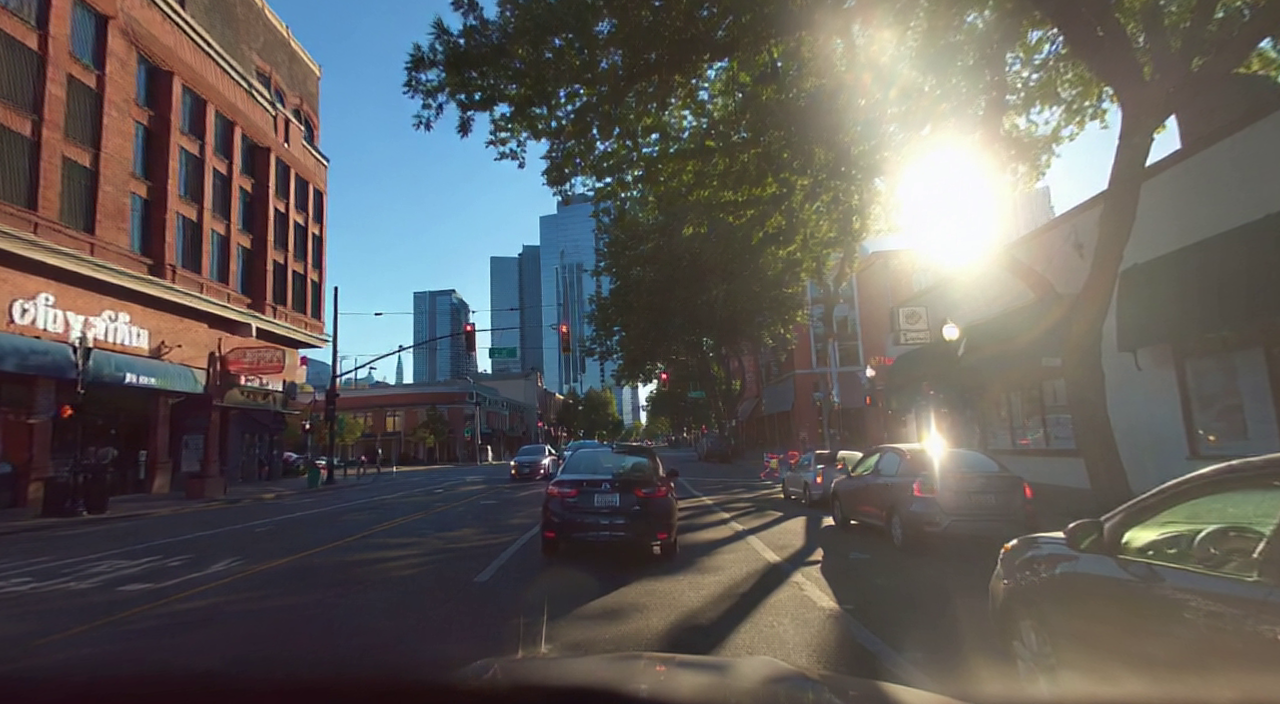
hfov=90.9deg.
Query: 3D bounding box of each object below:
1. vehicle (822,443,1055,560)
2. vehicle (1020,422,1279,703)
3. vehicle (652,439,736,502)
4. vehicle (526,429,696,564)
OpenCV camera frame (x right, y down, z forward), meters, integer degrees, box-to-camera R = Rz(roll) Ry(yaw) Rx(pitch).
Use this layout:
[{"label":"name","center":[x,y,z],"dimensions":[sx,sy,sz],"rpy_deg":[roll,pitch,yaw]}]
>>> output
[{"label":"vehicle","center":[4.593,2.300,10.643],"dimensions":[1.912,1.505,4.618],"rpy_deg":[-1,-8,4]},{"label":"vehicle","center":[3.180,0.829,1.103],"dimensions":[2.006,1.496,4.767],"rpy_deg":[0,-9,-1]},{"label":"vehicle","center":[1.469,3.142,17.149],"dimensions":[2.006,1.495,3.952],"rpy_deg":[-1,-8,5]},{"label":"vehicle","center":[-0.401,1.886,8.950],"dimensions":[1.888,1.489,3.703],"rpy_deg":[0,-8,-3]}]
